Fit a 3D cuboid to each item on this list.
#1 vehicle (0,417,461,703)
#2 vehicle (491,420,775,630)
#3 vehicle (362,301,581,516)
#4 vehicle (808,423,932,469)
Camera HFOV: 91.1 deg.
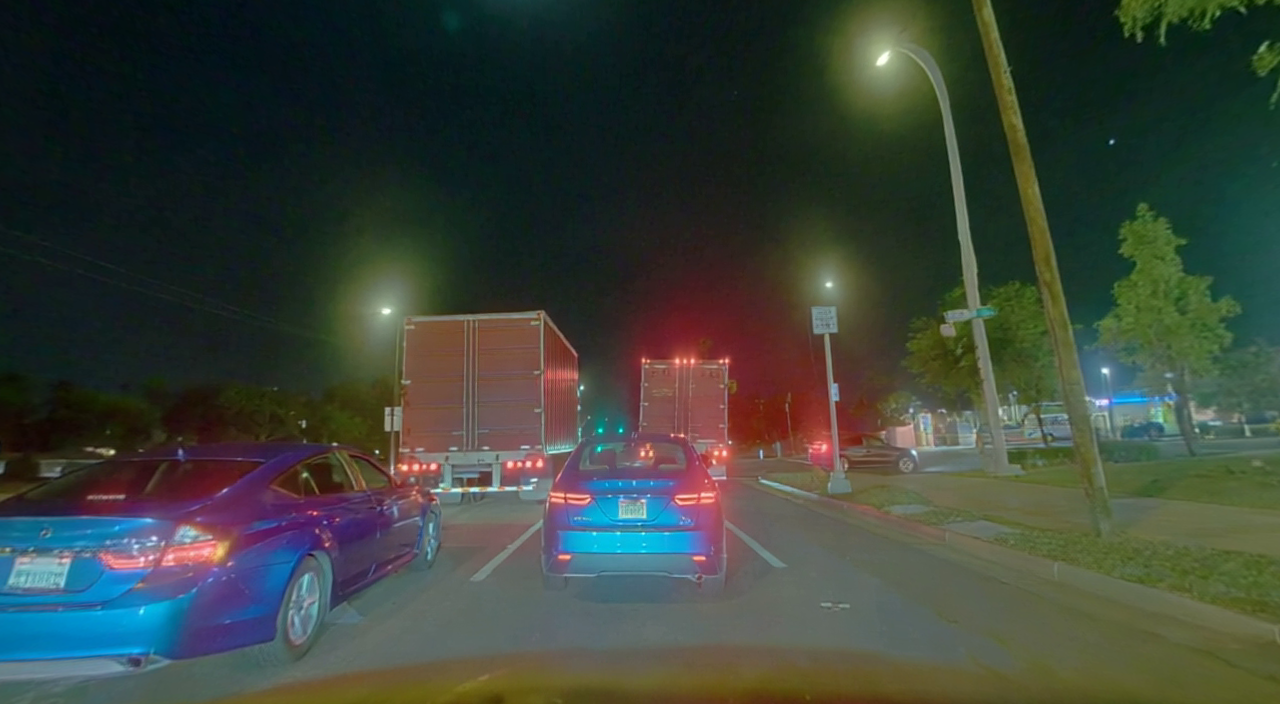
[{"bbox_3d":[-3.096,1.370,5.158,1.969,1.471,4.378,0,-8,0],"label":"vehicle"},{"bbox_3d":[-0.106,1.569,6.707,2.067,1.506,4.118,0,-8,-2],"label":"vehicle"},{"bbox_3d":[-3.258,1.480,14.620,3.020,3.800,7.105,0,-8,1],"label":"vehicle"},{"bbox_3d":[10.218,4.185,27.998,4.681,1.713,1.969,-1,-10,-11],"label":"vehicle"}]
